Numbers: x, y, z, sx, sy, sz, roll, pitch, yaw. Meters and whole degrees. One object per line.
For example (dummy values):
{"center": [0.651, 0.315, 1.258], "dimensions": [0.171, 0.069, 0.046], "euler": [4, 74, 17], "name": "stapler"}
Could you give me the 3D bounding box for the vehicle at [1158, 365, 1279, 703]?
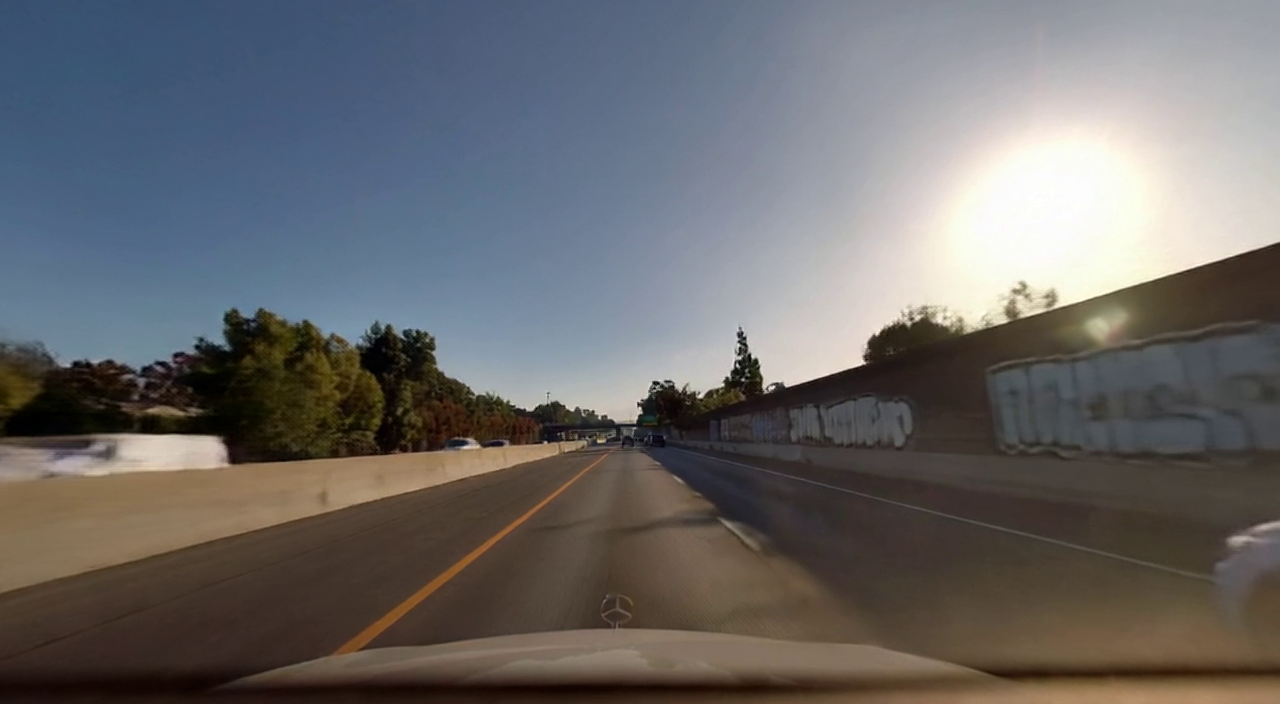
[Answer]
{"center": [3.540, 0.663, 1.266], "dimensions": [1.841, 1.556, 3.618], "euler": [0, -8, -1], "name": "vehicle"}
